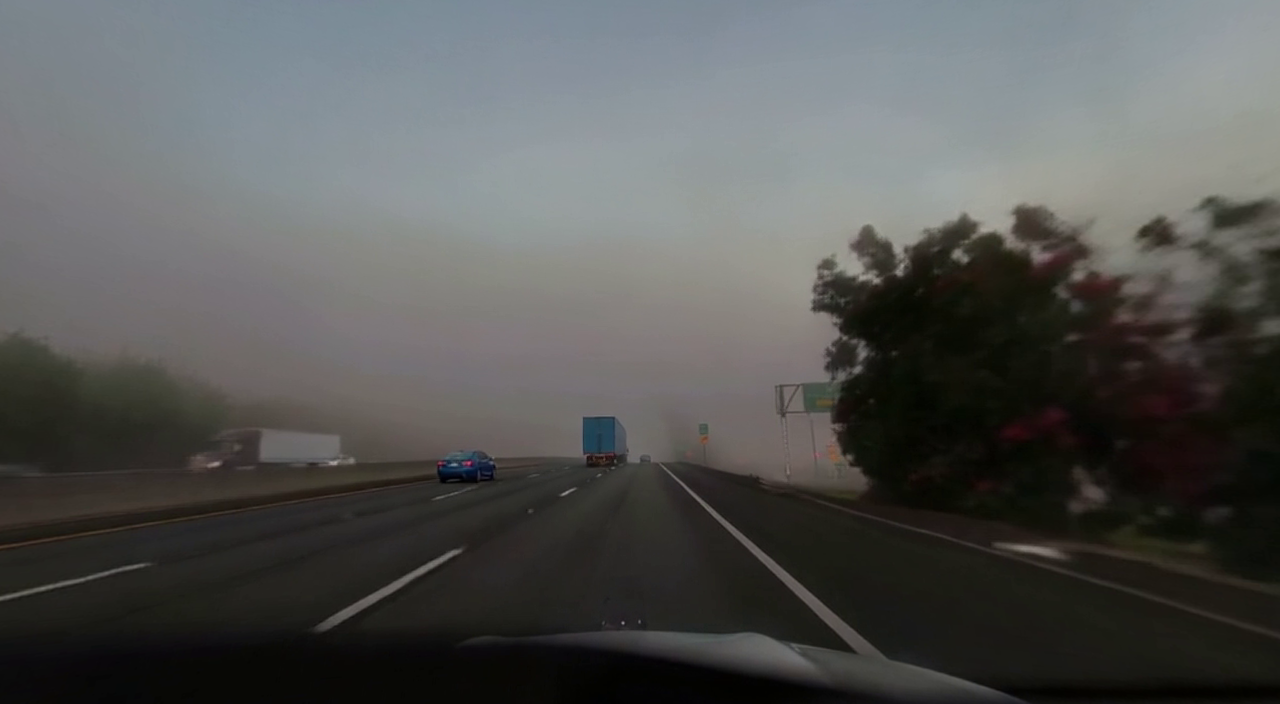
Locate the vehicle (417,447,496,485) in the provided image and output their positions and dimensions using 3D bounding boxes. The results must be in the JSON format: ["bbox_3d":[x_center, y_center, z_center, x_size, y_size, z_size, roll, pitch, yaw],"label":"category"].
[{"bbox_3d":[-7.717,4.812,26.924,1.901,1.467,4.629,0,-8,1],"label":"vehicle"}]
